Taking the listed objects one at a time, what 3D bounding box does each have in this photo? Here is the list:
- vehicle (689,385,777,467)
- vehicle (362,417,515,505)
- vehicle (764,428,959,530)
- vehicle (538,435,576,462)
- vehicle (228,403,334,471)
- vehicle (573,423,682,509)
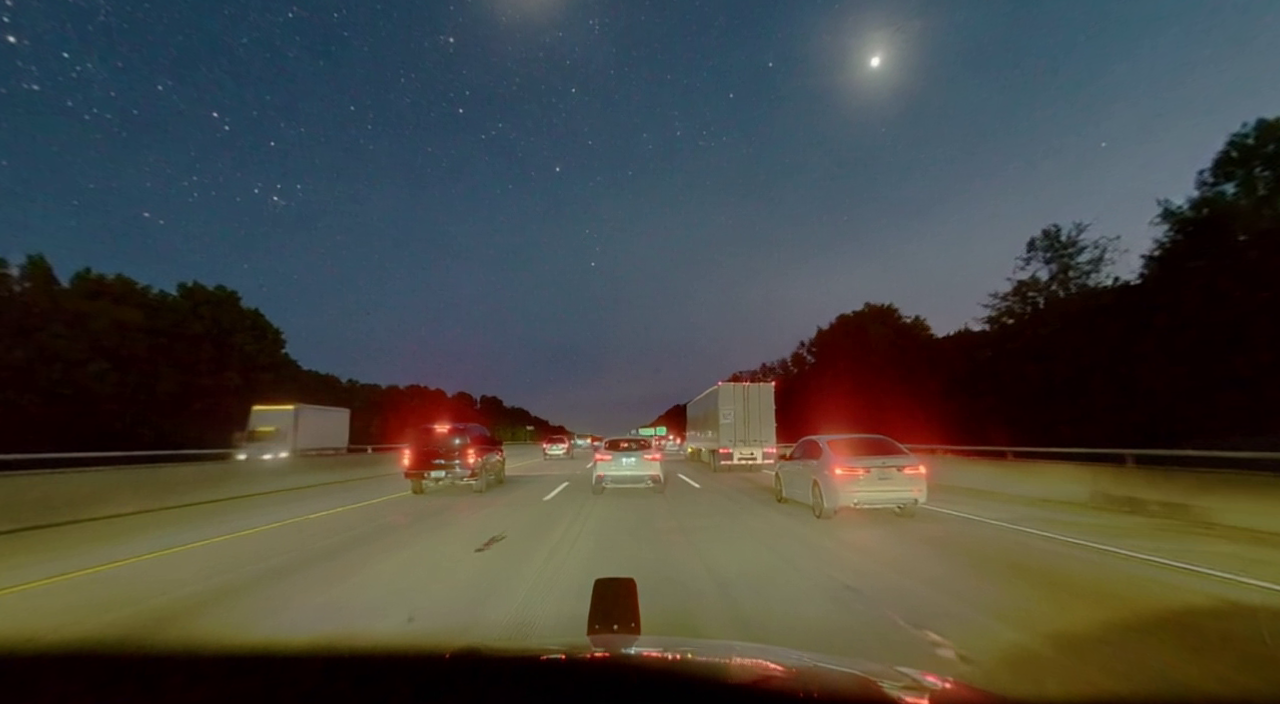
[{"bbox_3d":[5.221,4.675,38.914,2.888,4.135,14.071,0,-8,-2],"label":"vehicle"},{"bbox_3d":[-4.543,2.523,15.143,2.101,1.767,4.702,0,-8,0],"label":"vehicle"},{"bbox_3d":[3.655,2.136,11.274,1.951,1.477,3.963,0,-8,-2],"label":"vehicle"},{"bbox_3d":[-5.294,6.165,40.562,1.971,1.648,3.983,0,-8,-1],"label":"vehicle"},{"bbox_3d":[-21.478,5.148,38.131,3.048,3.785,5.664,0,-8,-1],"label":"vehicle"},{"bbox_3d":[-0.264,2.455,14.060,2.083,1.647,3.799,0,-8,-1],"label":"vehicle"}]
